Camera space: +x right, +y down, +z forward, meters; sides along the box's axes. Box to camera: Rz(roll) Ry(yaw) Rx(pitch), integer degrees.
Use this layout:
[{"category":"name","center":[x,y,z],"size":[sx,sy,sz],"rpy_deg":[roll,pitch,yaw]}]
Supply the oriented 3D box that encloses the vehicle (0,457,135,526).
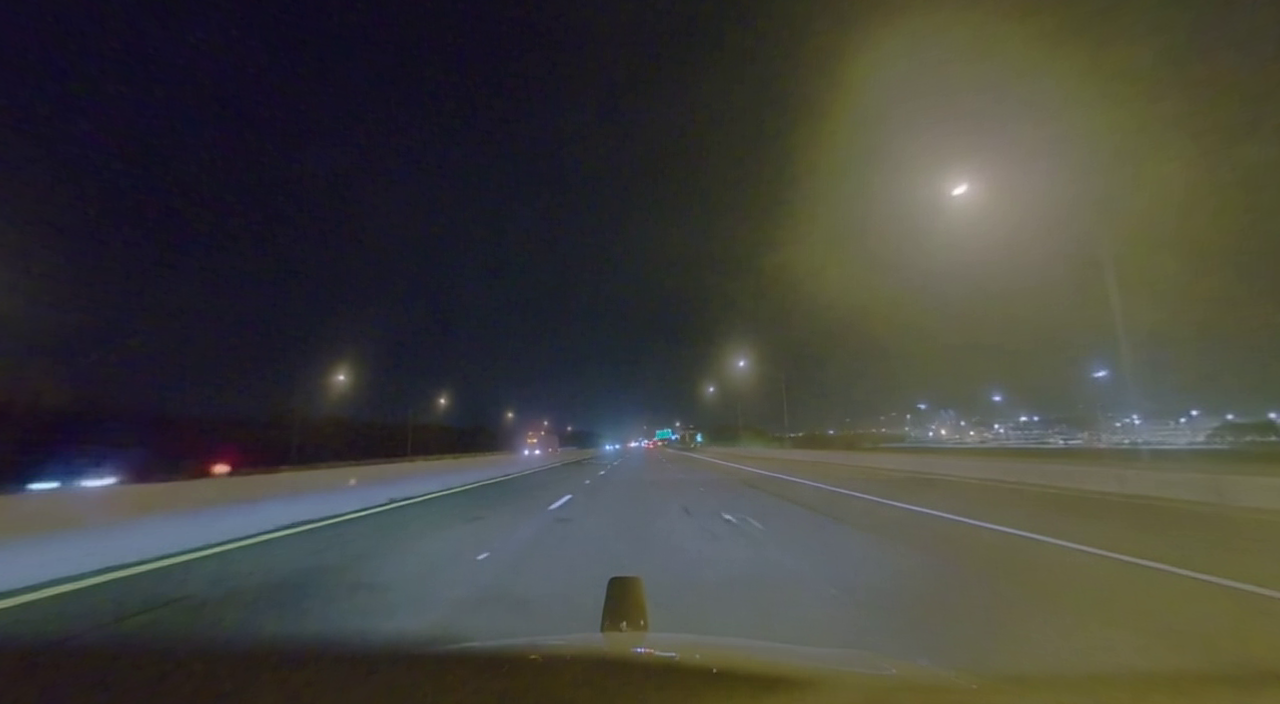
[{"category":"vehicle","center":[-16.918,3.790,17.561],"size":[1.968,1.630,4.318],"rpy_deg":[0,-9,0]}]
